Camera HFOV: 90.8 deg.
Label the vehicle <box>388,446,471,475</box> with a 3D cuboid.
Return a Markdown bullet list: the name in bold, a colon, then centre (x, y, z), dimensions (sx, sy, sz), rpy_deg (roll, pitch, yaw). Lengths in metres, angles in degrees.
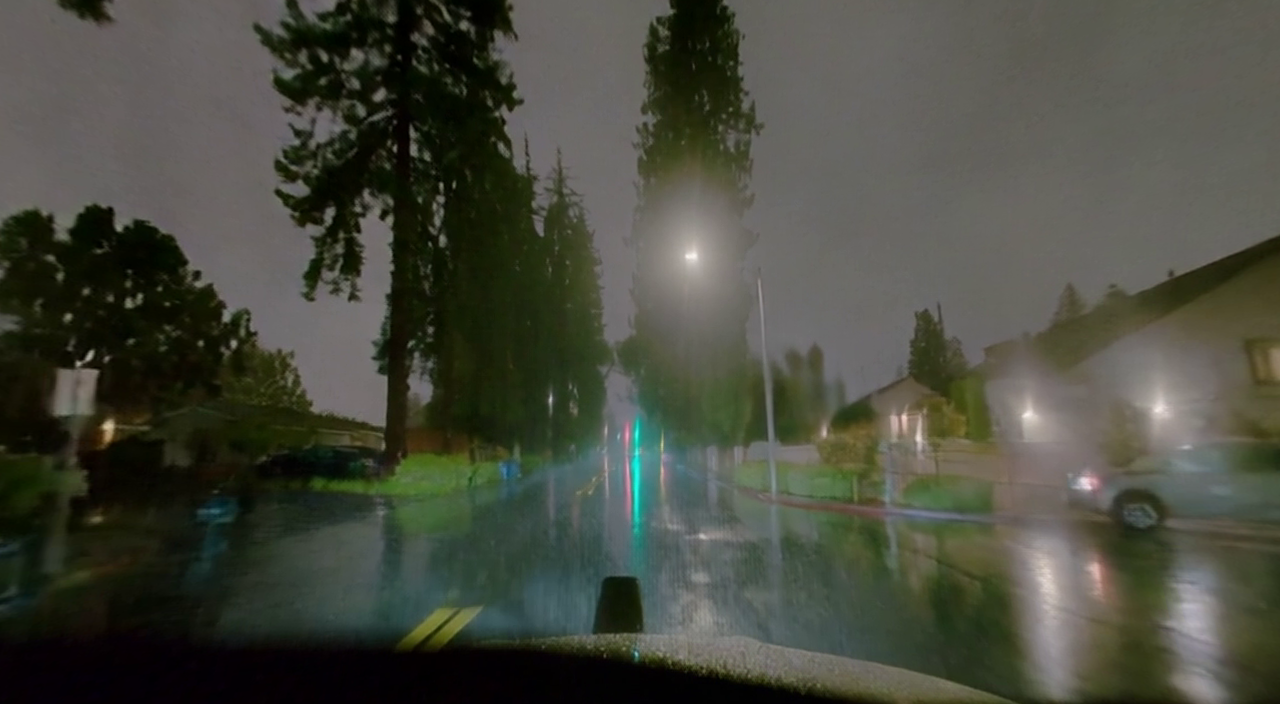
- **vehicle**: centre (-14.089, 7.209, 42.266), dimensions (5.275, 1.807, 2.279), rpy_deg (-5, -10, 29)

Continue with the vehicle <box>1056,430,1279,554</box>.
- **vehicle**: centre (10.515, 2.402, 11.195), dimensions (4.854, 1.771, 2.123), rpy_deg (-12, -12, 27)

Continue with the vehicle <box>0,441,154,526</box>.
- **vehicle**: centre (-15.821, 3.361, 16.713), dimensions (6.072, 1.882, 2.277), rpy_deg (-5, -10, 29)

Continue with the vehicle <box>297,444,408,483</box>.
- **vehicle**: centre (-14.809, 5.715, 32.795), dimensions (2.066, 1.852, 4.782), rpy_deg (-6, -10, 34)
